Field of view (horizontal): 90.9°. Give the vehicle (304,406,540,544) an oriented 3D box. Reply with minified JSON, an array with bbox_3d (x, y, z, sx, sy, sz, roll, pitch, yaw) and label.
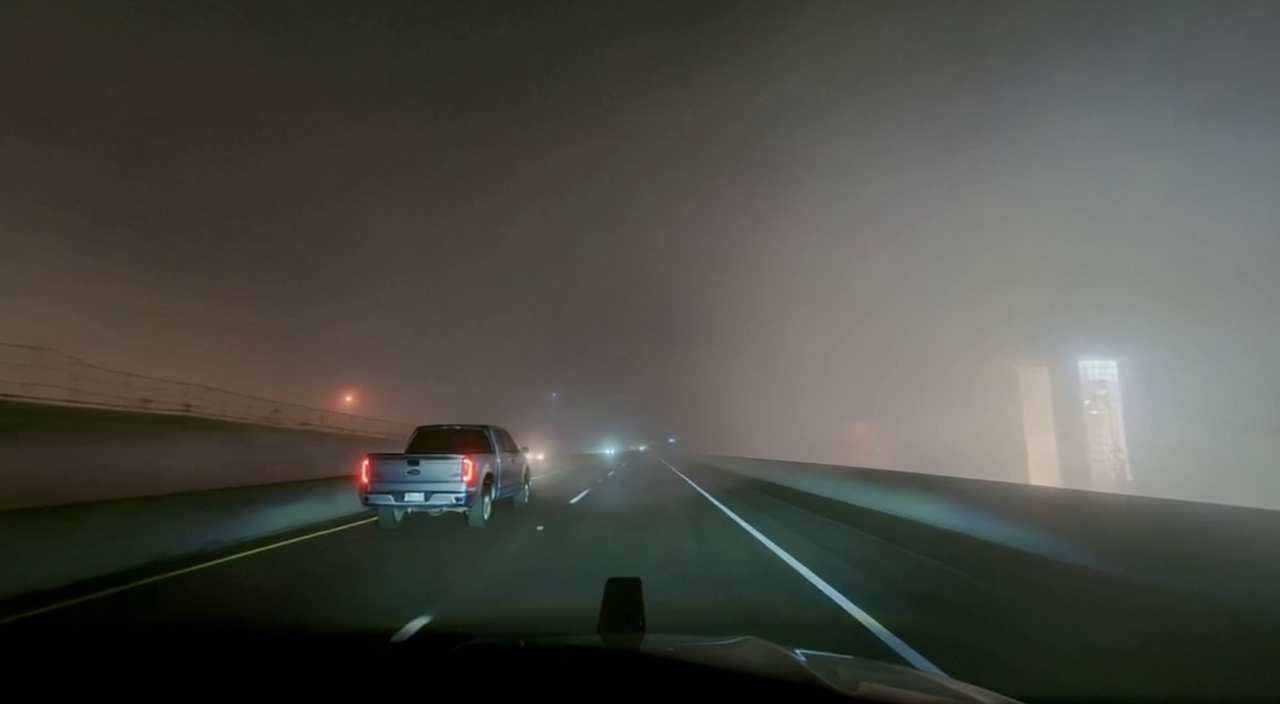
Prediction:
[{"bbox_3d":[-3.531,2.151,11.753,2.350,1.932,5.562,0,-8,1],"label":"vehicle"}]
